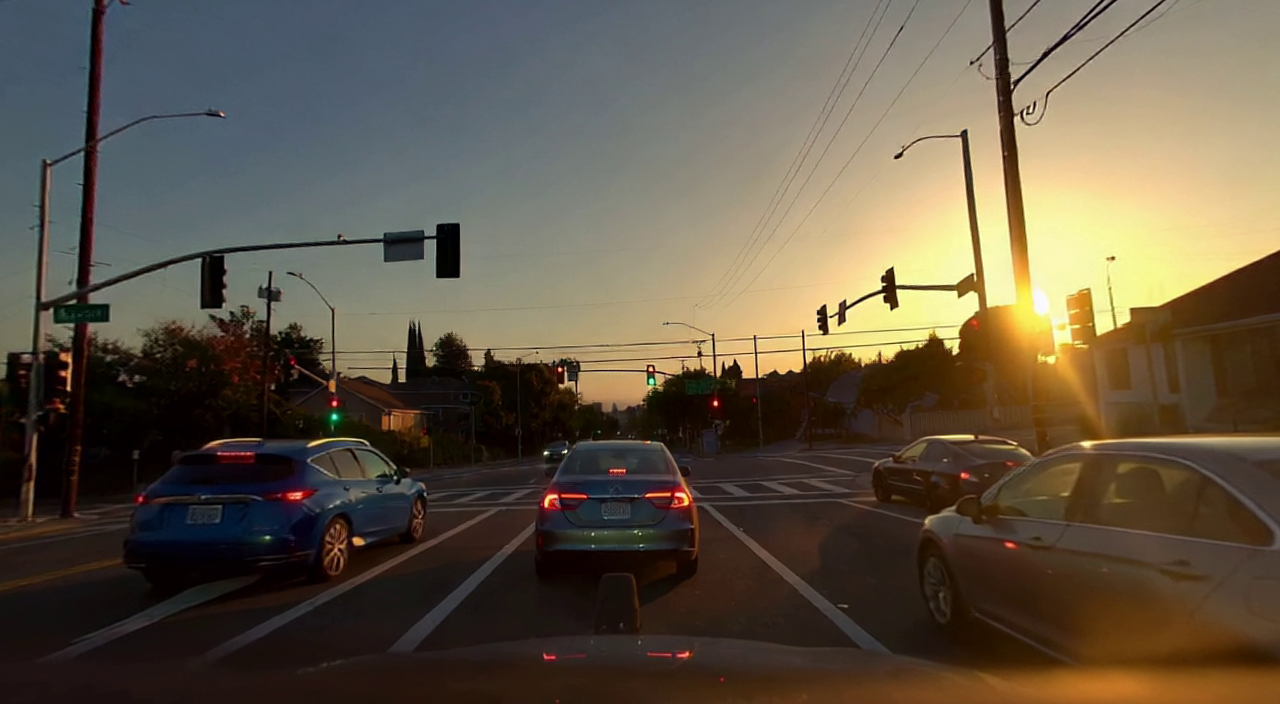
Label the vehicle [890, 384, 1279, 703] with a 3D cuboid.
[{"bbox_3d":[2.917,1.016,3.049,1.860,1.494,3.707,0,-8,0],"label":"vehicle"}]

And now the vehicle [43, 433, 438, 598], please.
[{"bbox_3d":[-4.369,1.819,8.006,2.106,1.492,4.312,0,-8,1],"label":"vehicle"}]

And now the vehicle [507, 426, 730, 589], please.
[{"bbox_3d":[-0.225,1.756,8.018,2.061,1.485,4.196,0,-8,-1],"label":"vehicle"}]
